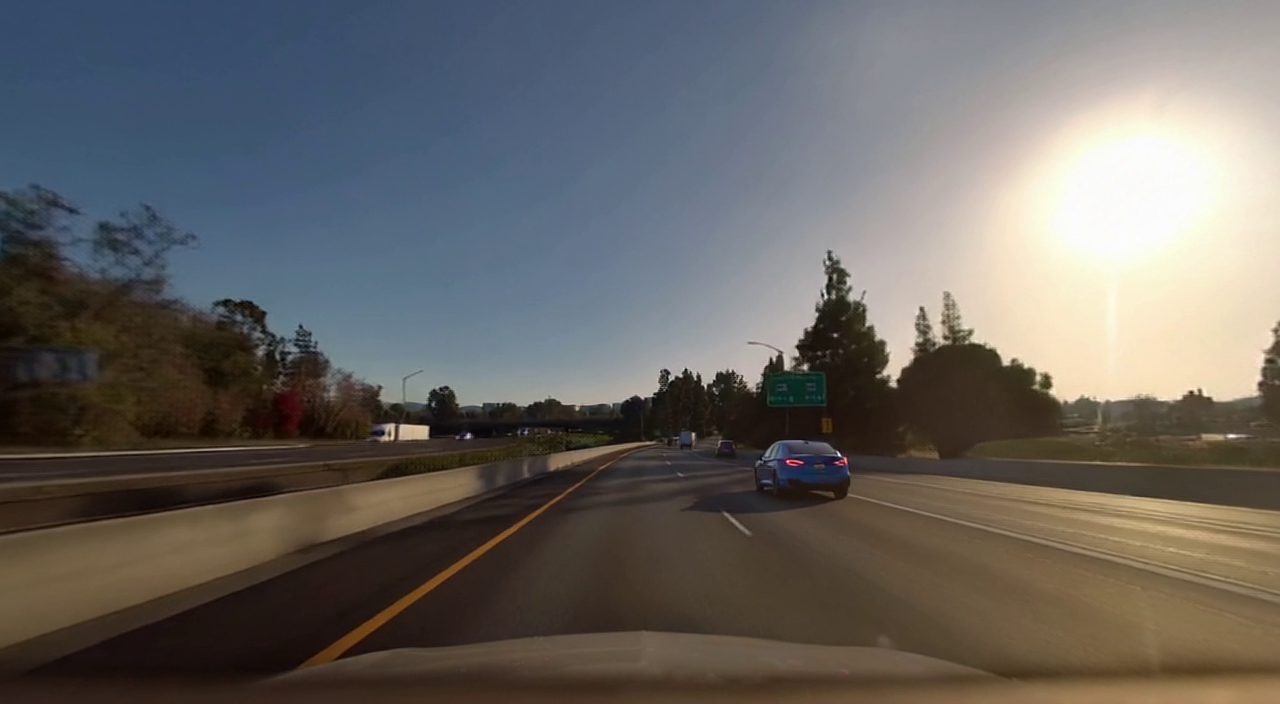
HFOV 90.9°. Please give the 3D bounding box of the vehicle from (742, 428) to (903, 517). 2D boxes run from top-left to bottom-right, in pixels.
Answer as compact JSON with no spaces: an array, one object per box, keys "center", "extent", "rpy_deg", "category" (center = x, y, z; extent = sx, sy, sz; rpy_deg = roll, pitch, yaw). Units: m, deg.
[{"center":[3.578,2.450,13.356],"extent":[2.050,1.546,4.344],"rpy_deg":[0,-8,-1],"category":"vehicle"}]
